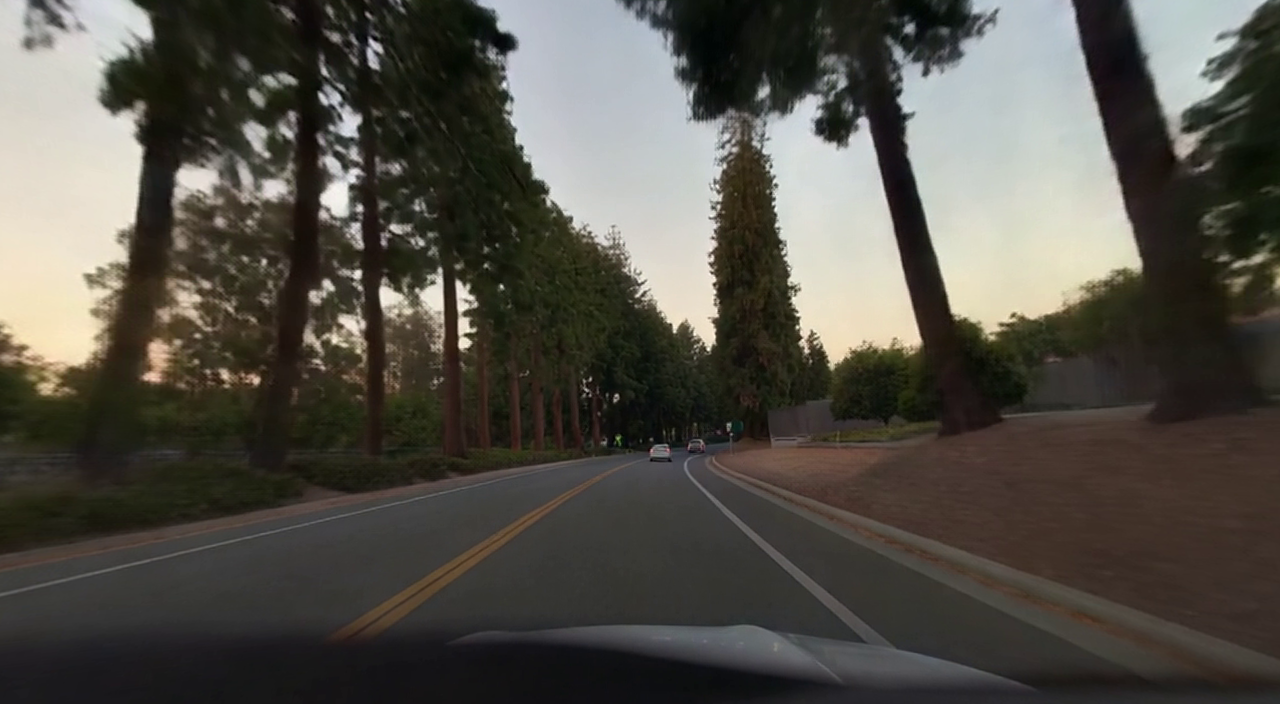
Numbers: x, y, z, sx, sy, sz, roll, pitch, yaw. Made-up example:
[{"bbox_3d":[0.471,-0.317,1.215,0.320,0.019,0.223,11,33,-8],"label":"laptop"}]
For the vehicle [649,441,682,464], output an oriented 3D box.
[{"bbox_3d":[1.798,6.847,42.985,2.071,1.474,4.047,-1,-8,5],"label":"vehicle"}]
